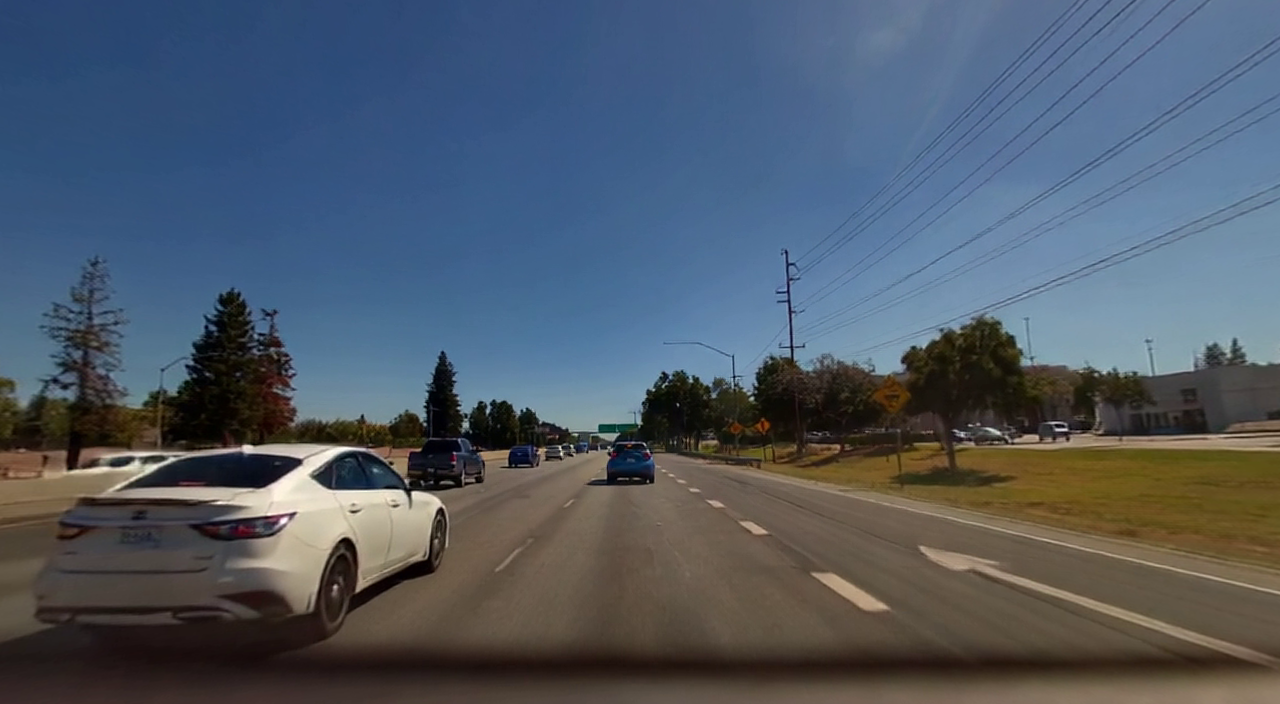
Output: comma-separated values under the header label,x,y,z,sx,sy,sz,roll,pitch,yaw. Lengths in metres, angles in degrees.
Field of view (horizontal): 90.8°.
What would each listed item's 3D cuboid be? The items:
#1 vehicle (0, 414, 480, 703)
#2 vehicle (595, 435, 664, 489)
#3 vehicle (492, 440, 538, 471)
label,x,y,z,sx,sy,sz,roll,pitch,yaw
vehicle,-3.137,1.442,5.673,2.174,1.510,4.636,0,-9,0
vehicle,-0.377,3.711,21.575,2.140,1.653,4.108,0,-9,-1
vehicle,-7.436,6.164,37.872,1.914,1.756,4.179,0,-9,0
